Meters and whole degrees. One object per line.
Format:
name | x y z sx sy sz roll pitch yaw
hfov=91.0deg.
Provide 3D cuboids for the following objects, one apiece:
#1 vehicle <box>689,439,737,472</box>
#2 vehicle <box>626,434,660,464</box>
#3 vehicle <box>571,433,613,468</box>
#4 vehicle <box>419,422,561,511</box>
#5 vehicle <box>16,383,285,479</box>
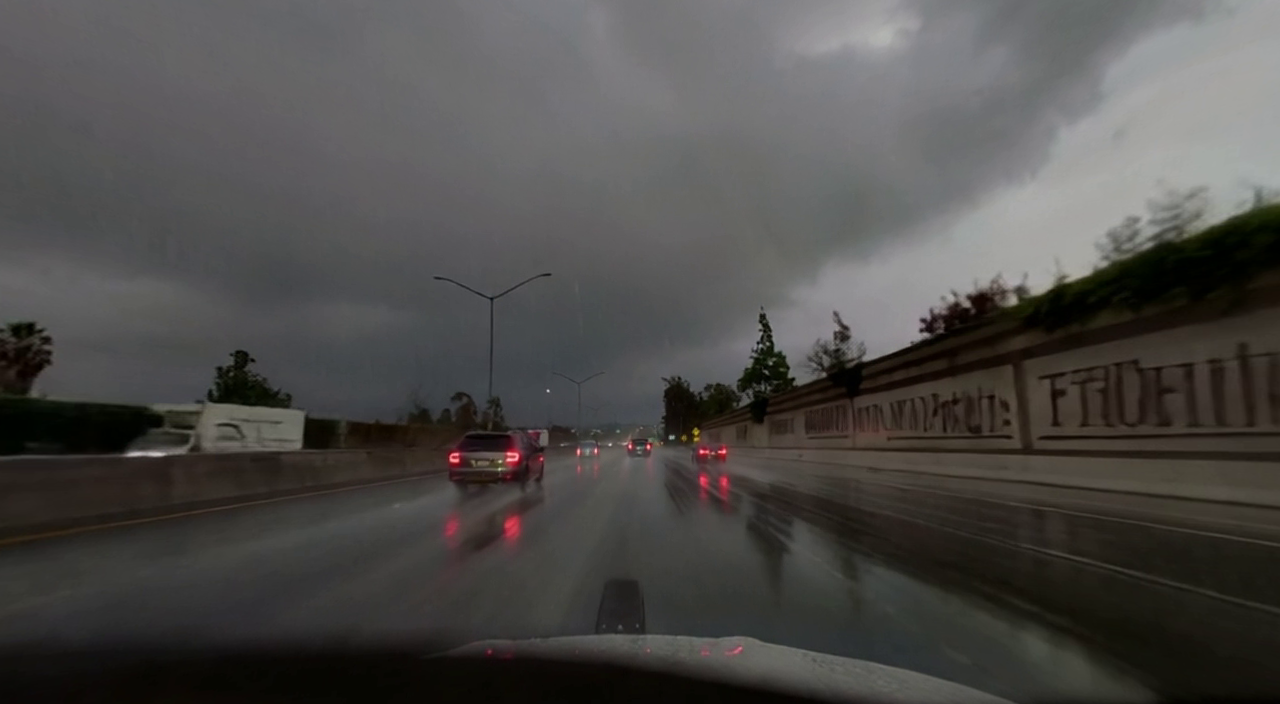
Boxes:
vehicle | 4.126 5.979 36.487 2.224 1.752 4.487 0 -9 0
vehicle | 0.227 7.553 49.001 2.485 2.215 5.199 0 -9 0
vehicle | -3.129 6.569 42.103 2.378 2.214 4.352 0 -9 0
vehicle | -3.478 2.797 15.907 2.184 1.819 5.441 0 -9 1
vehicle | -24.418 4.362 33.388 2.760 3.977 14.236 0 -9 0
